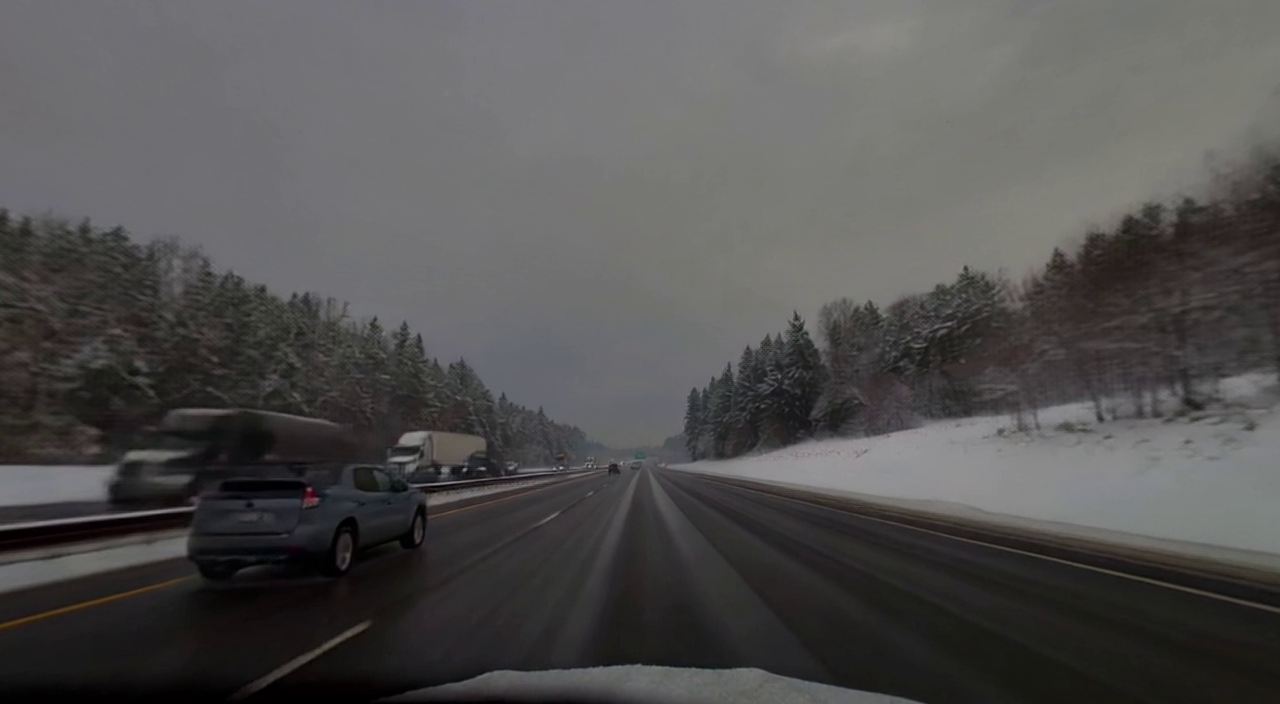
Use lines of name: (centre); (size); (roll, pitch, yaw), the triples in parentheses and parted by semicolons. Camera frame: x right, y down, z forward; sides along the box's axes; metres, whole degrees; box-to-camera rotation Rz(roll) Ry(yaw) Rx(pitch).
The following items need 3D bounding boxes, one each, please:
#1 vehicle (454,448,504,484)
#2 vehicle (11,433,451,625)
vehicle: (-12.557, 8.988, 49.579); (2.237, 2.599, 5.741); (0, -10, 1)
vehicle: (-3.945, 1.818, 7.312); (2.043, 1.486, 4.442); (0, -10, 1)
